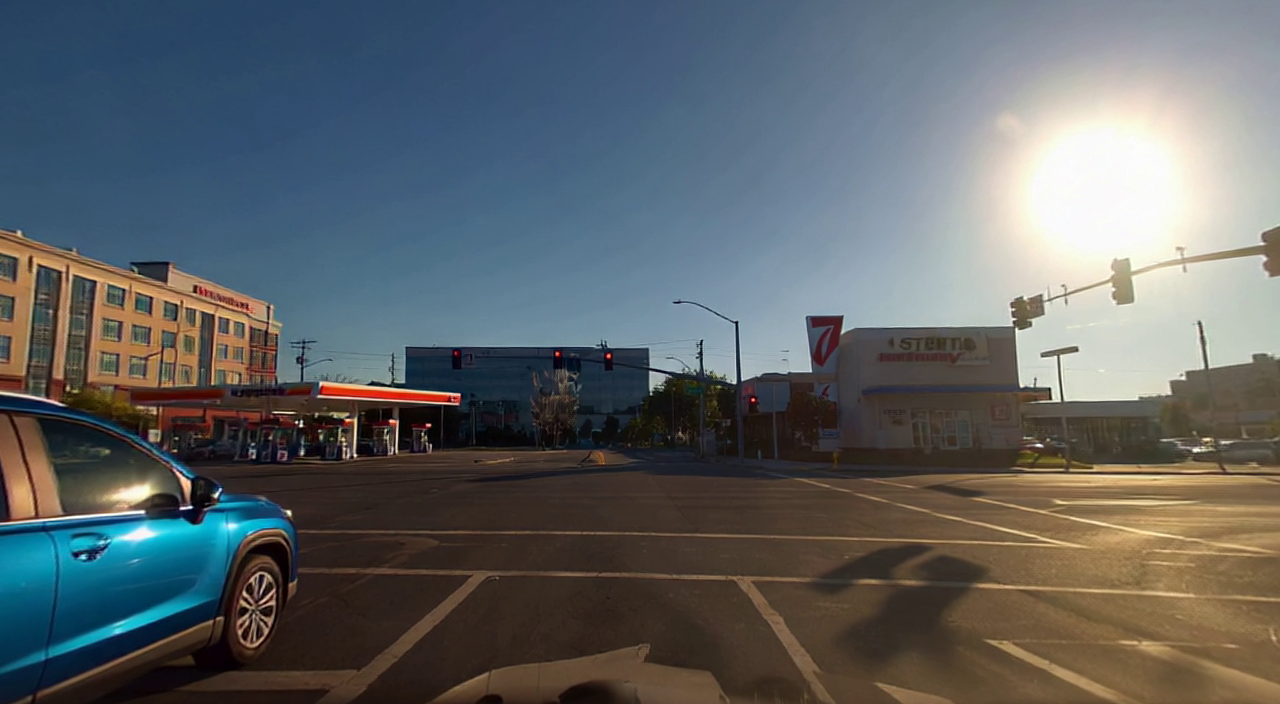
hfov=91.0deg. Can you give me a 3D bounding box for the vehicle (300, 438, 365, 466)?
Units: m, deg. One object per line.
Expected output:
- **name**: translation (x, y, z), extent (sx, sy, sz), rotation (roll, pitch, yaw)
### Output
- **vehicle**: translation (-20.472, 6.674, 42.135), extent (2.004, 1.699, 4.486), rotation (0, -9, 1)

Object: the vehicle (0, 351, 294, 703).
- **vehicle**: translation (-3.423, 0.803, 2.041), extent (2.053, 1.690, 4.364), rotation (0, -9, 1)
